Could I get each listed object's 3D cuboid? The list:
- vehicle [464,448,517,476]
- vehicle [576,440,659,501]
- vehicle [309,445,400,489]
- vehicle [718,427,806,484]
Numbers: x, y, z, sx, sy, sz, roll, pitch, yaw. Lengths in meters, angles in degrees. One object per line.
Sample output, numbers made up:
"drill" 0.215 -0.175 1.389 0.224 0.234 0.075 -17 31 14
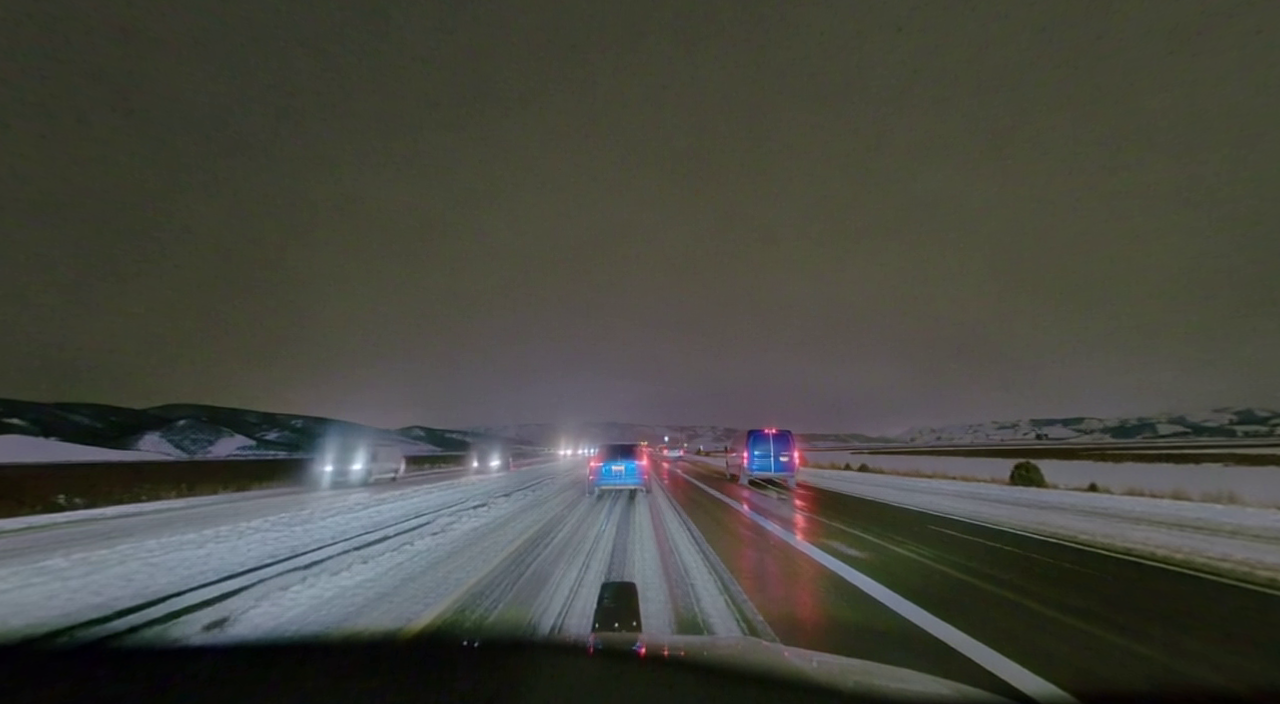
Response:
"vehicle" -8.563 6.314 36.233 1.989 1.524 4.405 0 -9 0
"vehicle" -0.559 3.211 17.319 2.029 1.483 3.769 0 -9 0
"vehicle" -12.606 5.077 28.015 1.979 1.807 4.353 0 -9 0
"vehicle" 4.488 3.920 23.909 2.261 1.952 4.784 0 -9 -1
